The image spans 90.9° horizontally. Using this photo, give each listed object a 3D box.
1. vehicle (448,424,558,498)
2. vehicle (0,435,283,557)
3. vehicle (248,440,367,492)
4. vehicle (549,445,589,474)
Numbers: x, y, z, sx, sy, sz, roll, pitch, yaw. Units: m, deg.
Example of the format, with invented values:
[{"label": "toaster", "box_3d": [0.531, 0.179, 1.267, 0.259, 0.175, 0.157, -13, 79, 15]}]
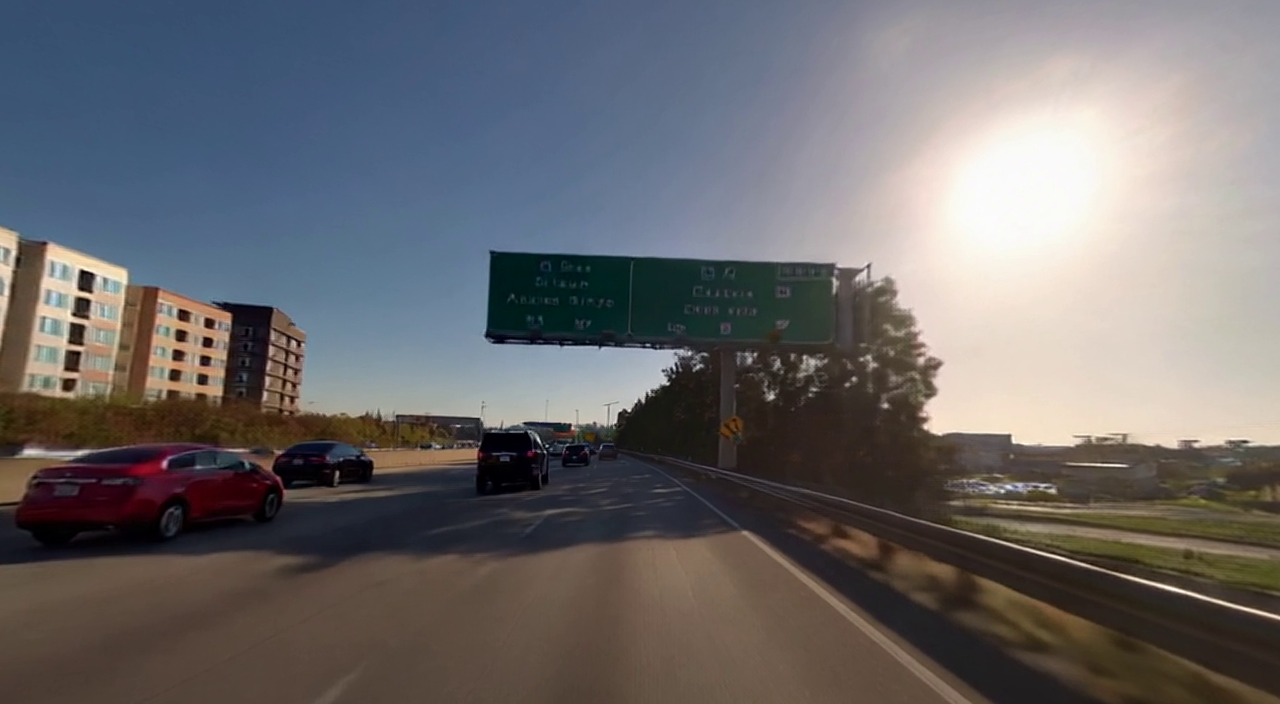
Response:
[{"label": "vehicle", "box_3d": [-4.066, 3.360, 19.845, 2.301, 1.985, 5.247, 0, -8, 0]}, {"label": "vehicle", "box_3d": [-7.387, 2.061, 9.692, 1.796, 1.509, 3.393, 0, -8, 0]}, {"label": "vehicle", "box_3d": [-11.772, 4.025, 22.734, 1.919, 1.665, 4.394, 0, -8, -1]}, {"label": "vehicle", "box_3d": [-4.142, 6.299, 37.204, 1.955, 1.614, 3.817, 0, -8, -1]}]
